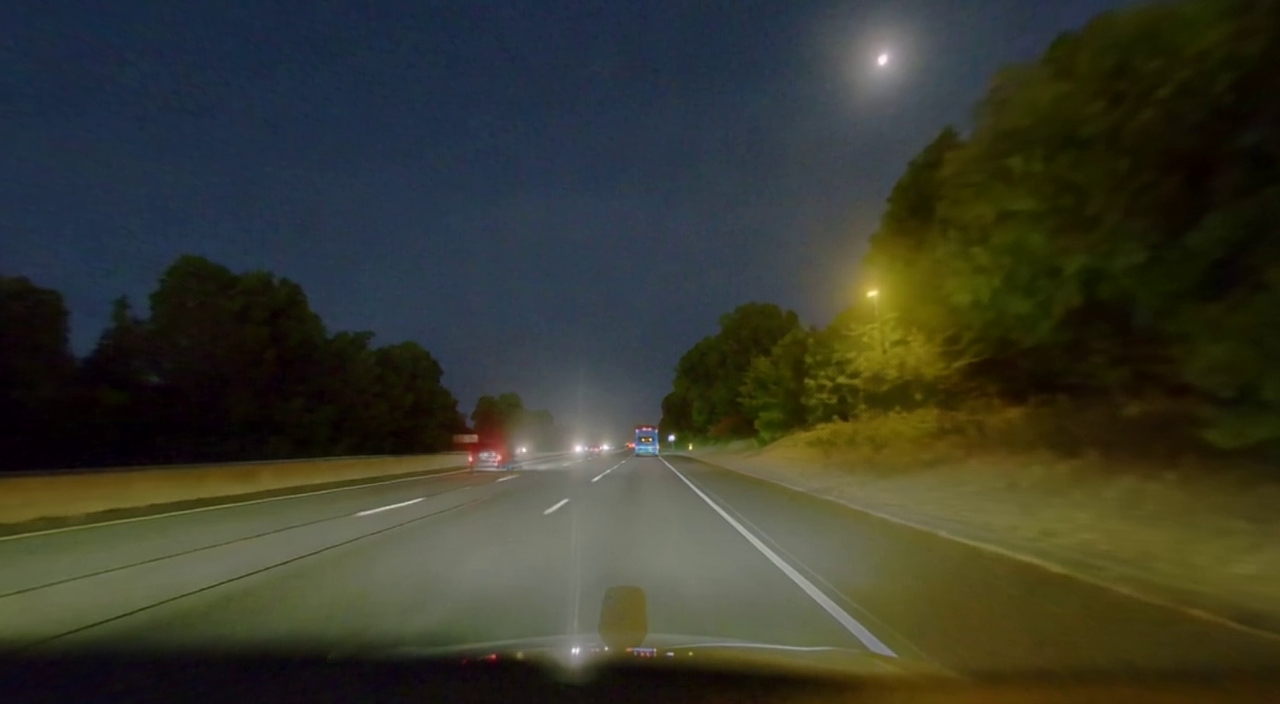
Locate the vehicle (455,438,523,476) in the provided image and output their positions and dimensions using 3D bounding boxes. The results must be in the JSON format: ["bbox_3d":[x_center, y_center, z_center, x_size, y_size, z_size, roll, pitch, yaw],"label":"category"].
[{"bbox_3d":[-7.190,5.052,30.535,2.080,1.674,4.660,0,-8,1],"label":"vehicle"}]
